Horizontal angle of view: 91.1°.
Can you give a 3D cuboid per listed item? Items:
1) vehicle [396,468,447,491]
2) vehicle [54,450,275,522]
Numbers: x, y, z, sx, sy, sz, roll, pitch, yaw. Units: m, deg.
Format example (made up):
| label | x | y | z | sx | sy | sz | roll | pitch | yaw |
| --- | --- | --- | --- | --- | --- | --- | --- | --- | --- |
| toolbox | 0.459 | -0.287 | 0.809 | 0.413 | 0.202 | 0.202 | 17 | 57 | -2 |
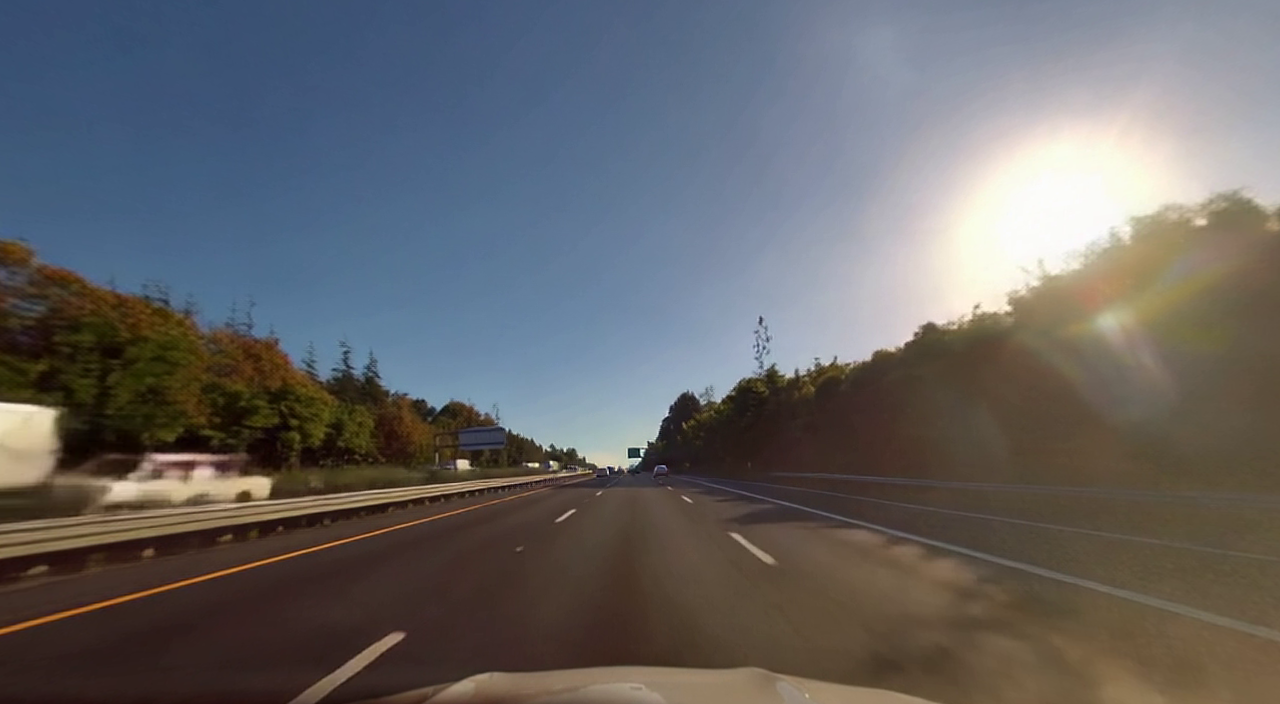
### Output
| label | x | y | z | sx | sy | sz | roll | pitch | yaw |
| --- | --- | --- | --- | --- | --- | --- | --- | --- | --- |
| vehicle | -16.370 | 9.531 | 47.301 | 2.037 | 1.590 | 4.871 | 1 | -10 | 1 |
| vehicle | -12.594 | 3.581 | 17.188 | 2.296 | 1.635 | 4.726 | 1 | -10 | 0 |
